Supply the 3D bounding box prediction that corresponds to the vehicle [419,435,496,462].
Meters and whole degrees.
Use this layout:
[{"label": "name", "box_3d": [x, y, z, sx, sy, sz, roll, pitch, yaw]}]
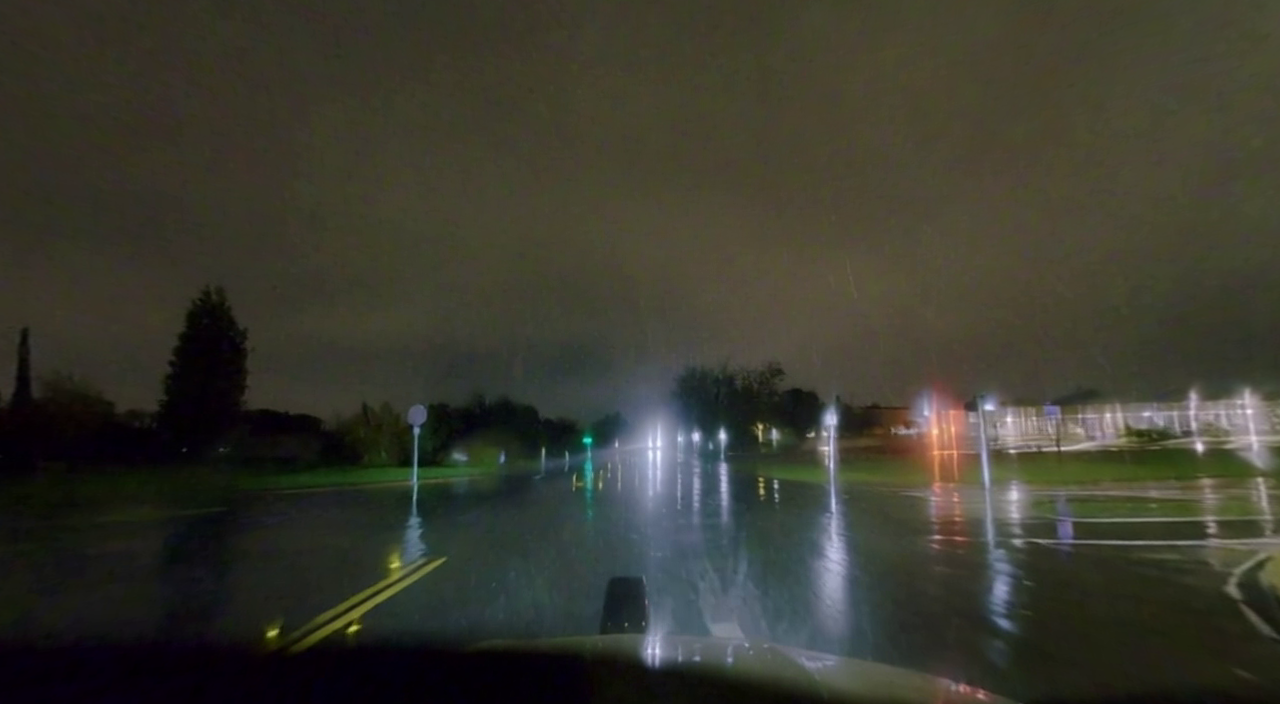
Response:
[{"label": "vehicle", "box_3d": [-12.637, 6.727, 43.792, 4.702, 1.761, 1.978, 0, -8, 3]}]
